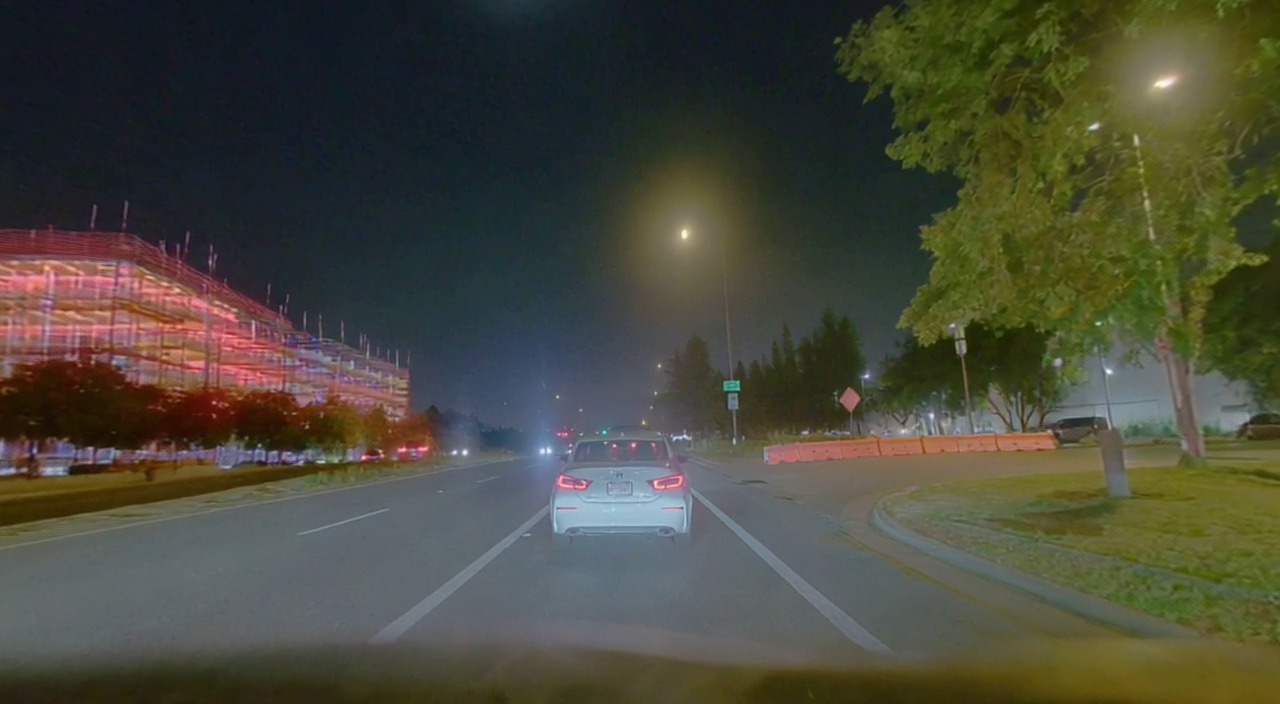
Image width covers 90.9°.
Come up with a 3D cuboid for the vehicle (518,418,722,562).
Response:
[{"bbox_3d":[-0.208,1.741,8.650,2.112,1.482,4.076,0,-8,0],"label":"vehicle"}]

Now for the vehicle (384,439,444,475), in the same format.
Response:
[{"bbox_3d":[-10.262,4.670,28.380,2.072,1.465,4.394,4,-9,-25],"label":"vehicle"}]
